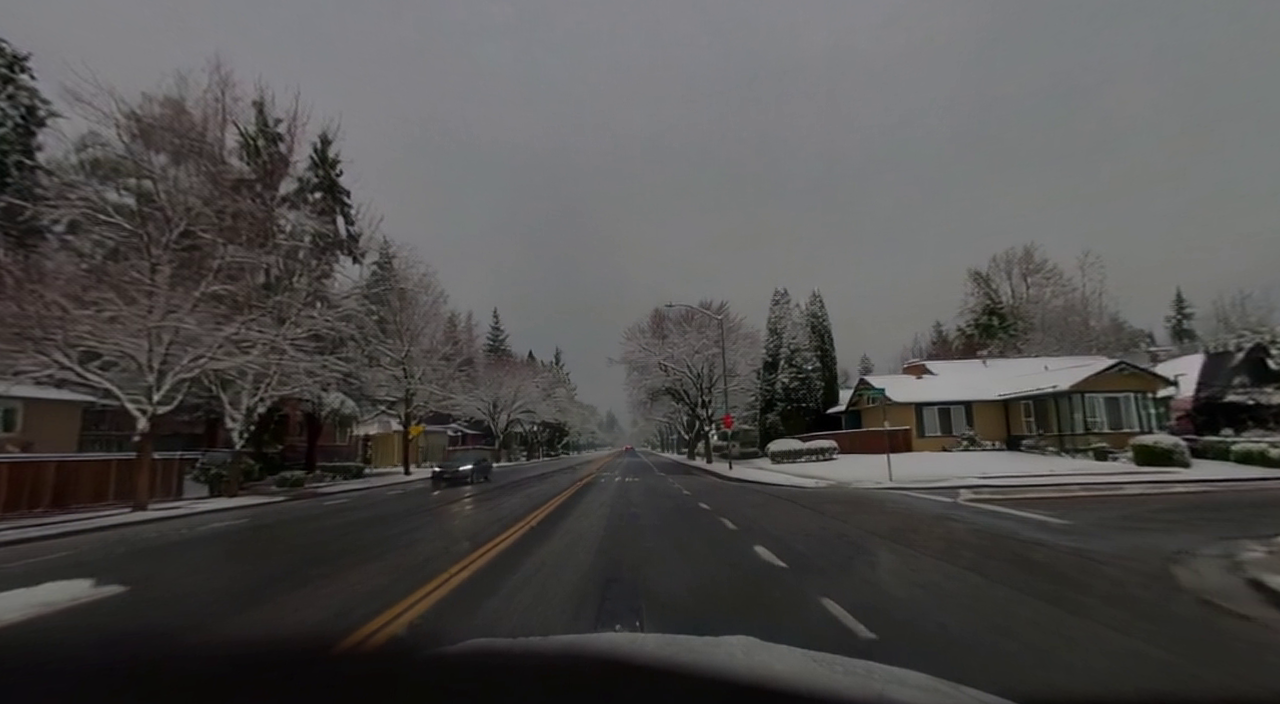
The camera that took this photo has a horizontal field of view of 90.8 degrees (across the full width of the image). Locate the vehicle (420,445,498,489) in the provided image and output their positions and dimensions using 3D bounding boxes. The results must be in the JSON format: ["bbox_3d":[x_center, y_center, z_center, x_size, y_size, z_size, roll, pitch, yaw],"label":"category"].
[{"bbox_3d":[-7.390,4.734,26.285,1.994,1.646,4.276,0,-9,0],"label":"vehicle"}]
